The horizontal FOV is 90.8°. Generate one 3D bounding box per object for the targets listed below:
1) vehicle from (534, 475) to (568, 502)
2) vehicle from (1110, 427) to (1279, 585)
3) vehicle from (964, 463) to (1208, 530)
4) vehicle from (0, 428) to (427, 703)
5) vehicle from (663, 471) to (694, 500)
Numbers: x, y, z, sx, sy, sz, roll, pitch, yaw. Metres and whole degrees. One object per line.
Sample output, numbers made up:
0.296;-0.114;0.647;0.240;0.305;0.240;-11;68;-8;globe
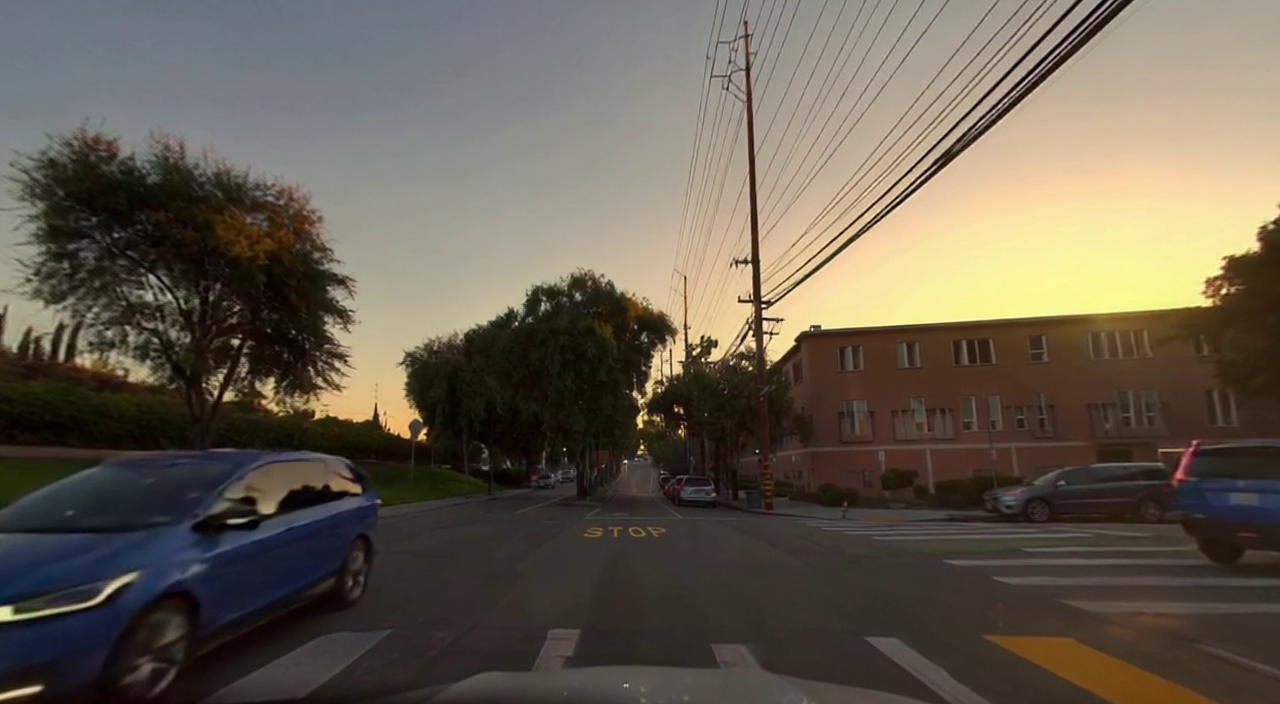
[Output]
-6.645;10.263;47.721;1.913;1.682;4.365;0;-8;1;vehicle
9.486;1.978;8.686;4.872;1.789;2.214;2;-9;-16;vehicle
11.382;3.680;16.390;4.771;1.492;2.107;0;-8;-3;vehicle
-3.247;1.411;4.719;1.911;1.563;4.057;0;-8;0;vehicle
2.814;9.911;47.145;1.953;1.774;5.008;0;-8;-1;vehicle
